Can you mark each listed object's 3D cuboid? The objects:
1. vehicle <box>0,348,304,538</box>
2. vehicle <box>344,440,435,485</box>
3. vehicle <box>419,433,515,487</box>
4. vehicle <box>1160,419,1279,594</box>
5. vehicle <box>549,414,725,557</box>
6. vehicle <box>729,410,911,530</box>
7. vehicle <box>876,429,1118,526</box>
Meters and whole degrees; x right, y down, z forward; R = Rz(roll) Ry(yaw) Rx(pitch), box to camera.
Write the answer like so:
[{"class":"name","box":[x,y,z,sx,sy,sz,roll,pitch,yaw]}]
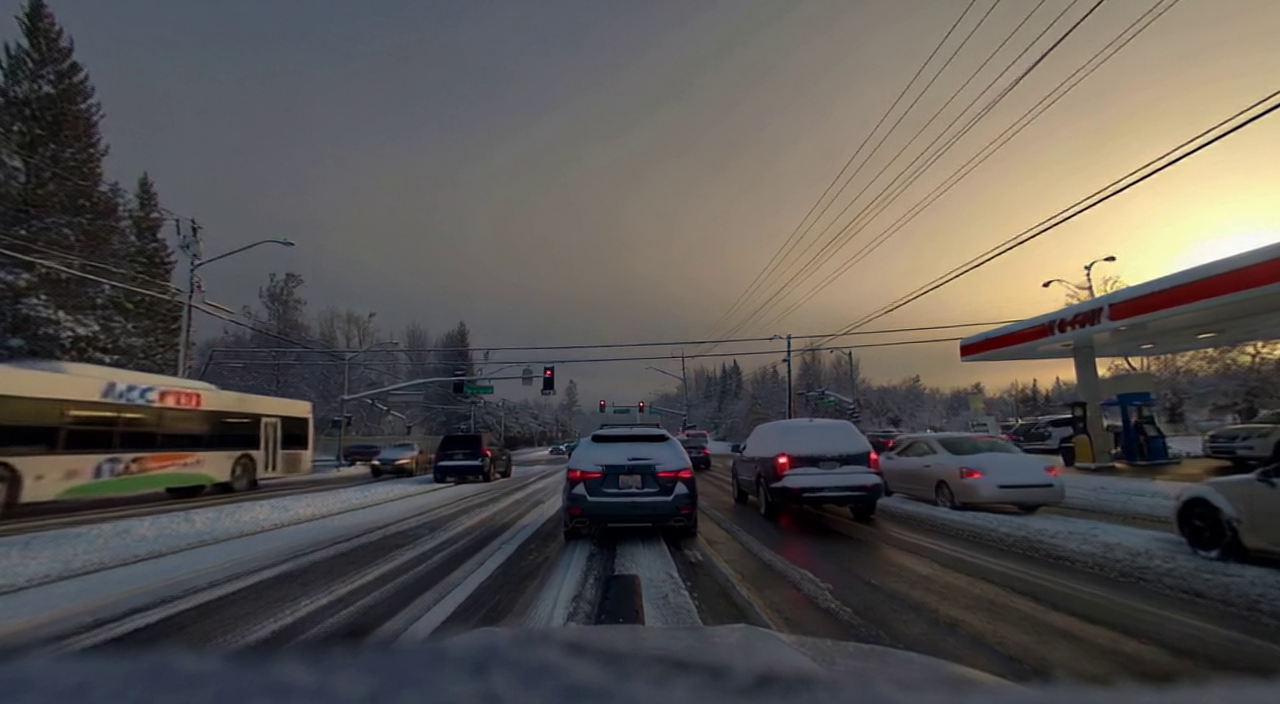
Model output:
[{"class":"vehicle","box":[-13.506,2.360,16.204,3.031,3.513,12.586,0,-9,-1]},{"class":"vehicle","box":[-10.396,4.609,26.623,2.075,1.719,4.396,0,-9,0]},{"class":"vehicle","box":[-6.338,4.018,23.835,2.190,1.795,4.993,0,-9,0]},{"class":"vehicle","box":[6.411,1.179,4.461,1.857,1.475,4.182,0,-9,0]},{"class":"vehicle","box":[-0.099,1.889,9.614,2.087,1.677,4.053,0,-9,-2]},{"class":"vehicle","box":[3.040,2.110,11.783,2.049,1.813,4.245,0,-9,-1]},{"class":"vehicle","box":[6.403,2.289,12.123,1.829,1.494,4.552,0,-9,-2]}]
